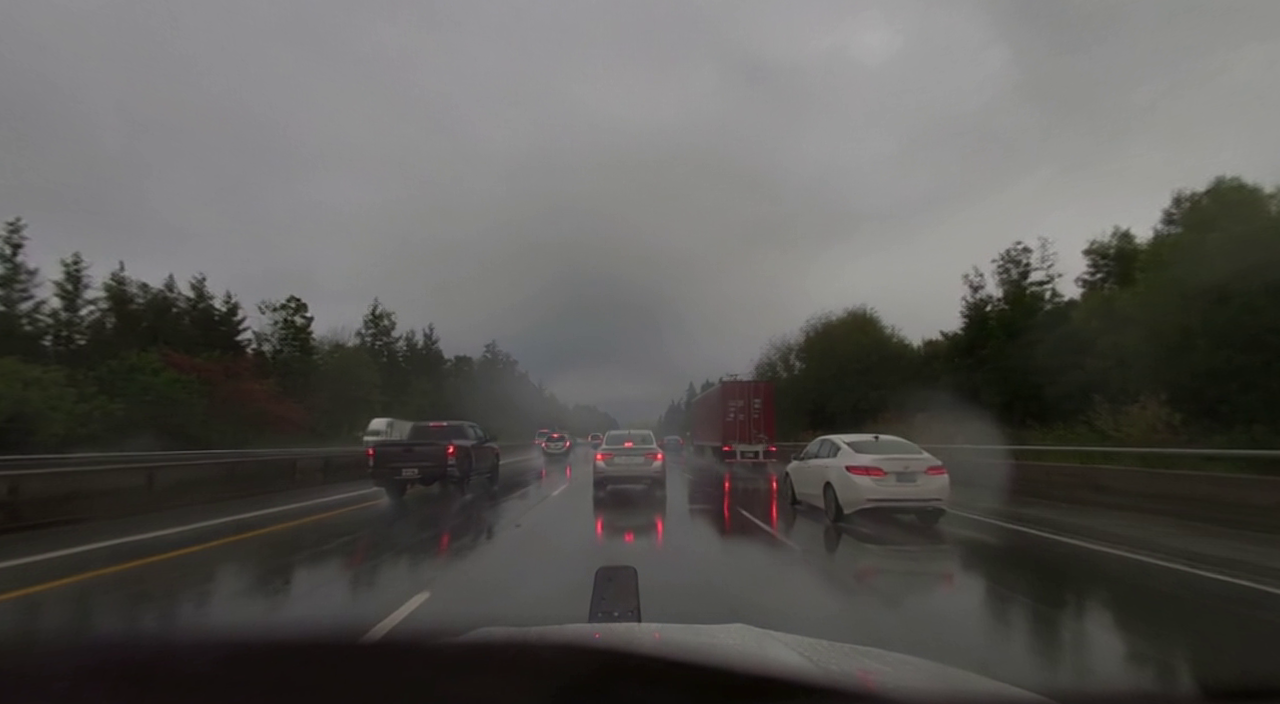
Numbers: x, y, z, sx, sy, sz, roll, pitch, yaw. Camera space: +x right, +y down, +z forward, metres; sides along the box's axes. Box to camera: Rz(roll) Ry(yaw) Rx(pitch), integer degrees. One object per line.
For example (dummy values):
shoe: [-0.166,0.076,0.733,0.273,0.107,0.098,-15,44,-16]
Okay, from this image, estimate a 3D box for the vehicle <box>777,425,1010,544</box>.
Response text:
vehicle: [3.642,1.947,9.975,1.951,1.477,3.963,0,-8,-1]

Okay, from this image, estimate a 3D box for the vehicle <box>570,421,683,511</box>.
vehicle: [-0.281,2.375,13.607,2.083,1.647,3.799,0,-8,-1]

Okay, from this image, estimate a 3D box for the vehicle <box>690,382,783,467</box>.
vehicle: [5.248,4.462,37.656,2.888,4.135,14.071,0,-8,-2]

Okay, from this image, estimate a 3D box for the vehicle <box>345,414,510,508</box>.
vehicle: [-4.533,2.396,14.388,2.101,1.767,4.702,0,-8,0]

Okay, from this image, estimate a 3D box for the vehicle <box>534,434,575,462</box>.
vehicle: [-5.239,5.914,39.086,1.971,1.648,3.983,0,-8,-1]
